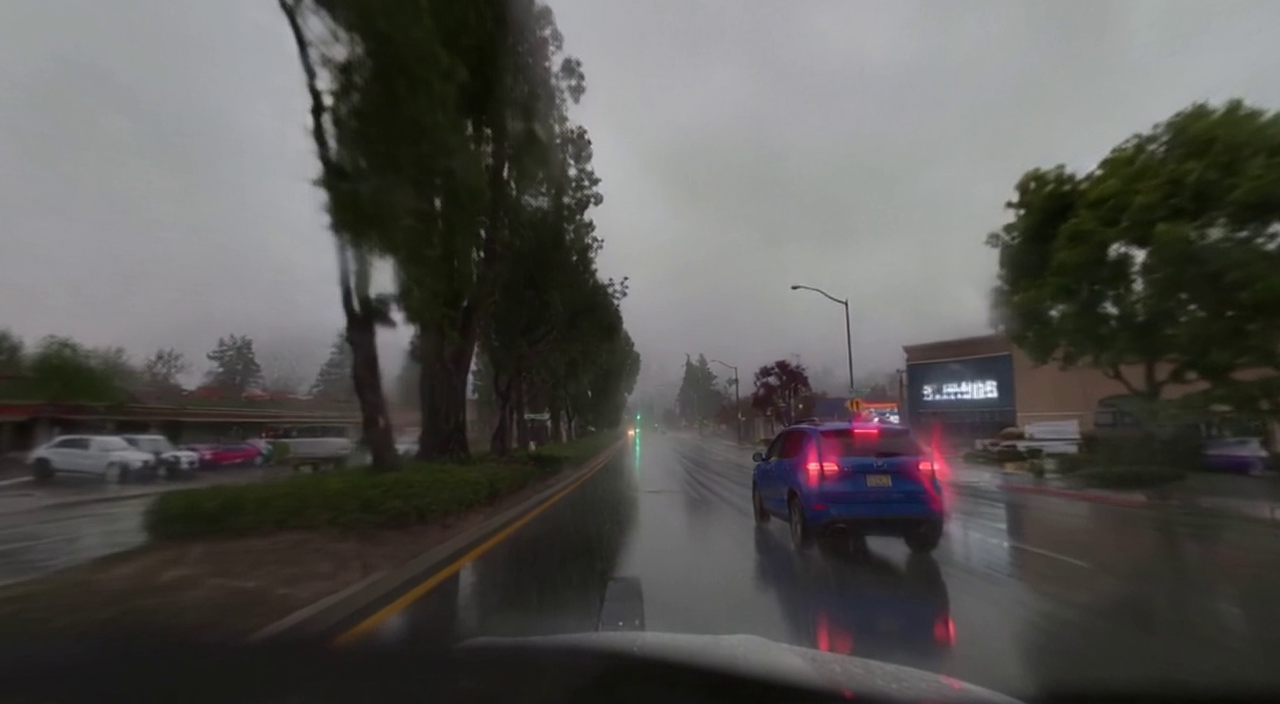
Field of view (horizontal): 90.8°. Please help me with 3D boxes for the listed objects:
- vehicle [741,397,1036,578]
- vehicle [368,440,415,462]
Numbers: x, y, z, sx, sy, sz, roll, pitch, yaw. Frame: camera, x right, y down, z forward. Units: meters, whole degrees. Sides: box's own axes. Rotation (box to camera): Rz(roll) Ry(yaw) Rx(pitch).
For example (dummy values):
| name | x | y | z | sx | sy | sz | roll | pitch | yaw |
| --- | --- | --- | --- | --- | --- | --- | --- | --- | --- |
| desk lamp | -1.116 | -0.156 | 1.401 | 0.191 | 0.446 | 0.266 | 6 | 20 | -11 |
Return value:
| name | x | y | z | sx | sy | sz | roll | pitch | yaw |
| --- | --- | --- | --- | --- | --- | --- | --- | --- | --- |
| vehicle | 2.858 | 1.700 | 8.689 | 2.130 | 1.790 | 4.615 | 0 | -9 | 0 |
| vehicle | -19.480 | 7.815 | 49.715 | 1.988 | 1.634 | 4.301 | 0 | -9 | -1 |
